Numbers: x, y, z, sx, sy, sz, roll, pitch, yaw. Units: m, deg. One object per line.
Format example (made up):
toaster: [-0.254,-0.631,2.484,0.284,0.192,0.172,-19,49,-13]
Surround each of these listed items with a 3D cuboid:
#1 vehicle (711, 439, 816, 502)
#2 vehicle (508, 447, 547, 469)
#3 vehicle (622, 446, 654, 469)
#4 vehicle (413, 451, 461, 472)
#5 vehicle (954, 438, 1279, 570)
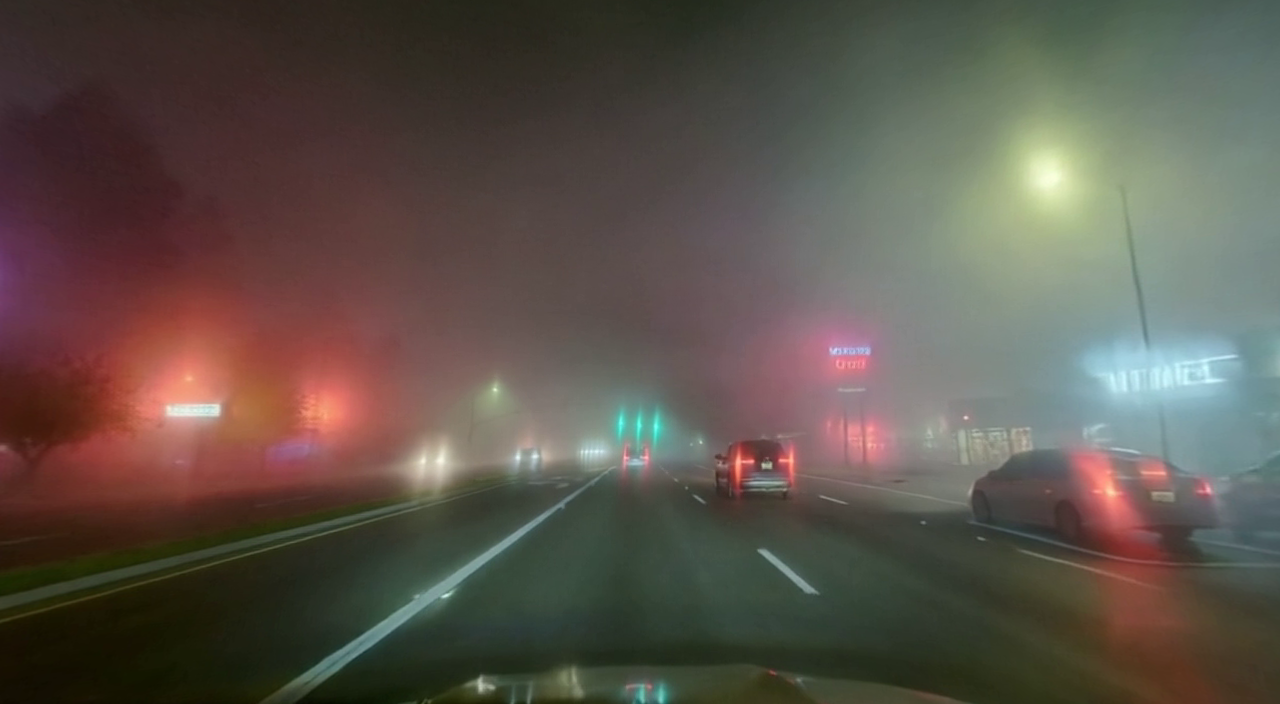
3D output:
vehicle: [3.351,3.319,18.189,2.072,1.545,4.578,0,-8,0]
vehicle: [-8.311,7.843,46.925,2.039,1.487,4.437,0,-8,1]
vehicle: [-0.151,7.158,43.233,2.052,1.461,4.324,0,-8,0]
vehicle: [-15.773,8.503,49.313,2.096,1.512,4.755,0,-8,1]
vehicle: [6.821,2.043,9.401,1.952,1.449,4.544,0,-8,0]
